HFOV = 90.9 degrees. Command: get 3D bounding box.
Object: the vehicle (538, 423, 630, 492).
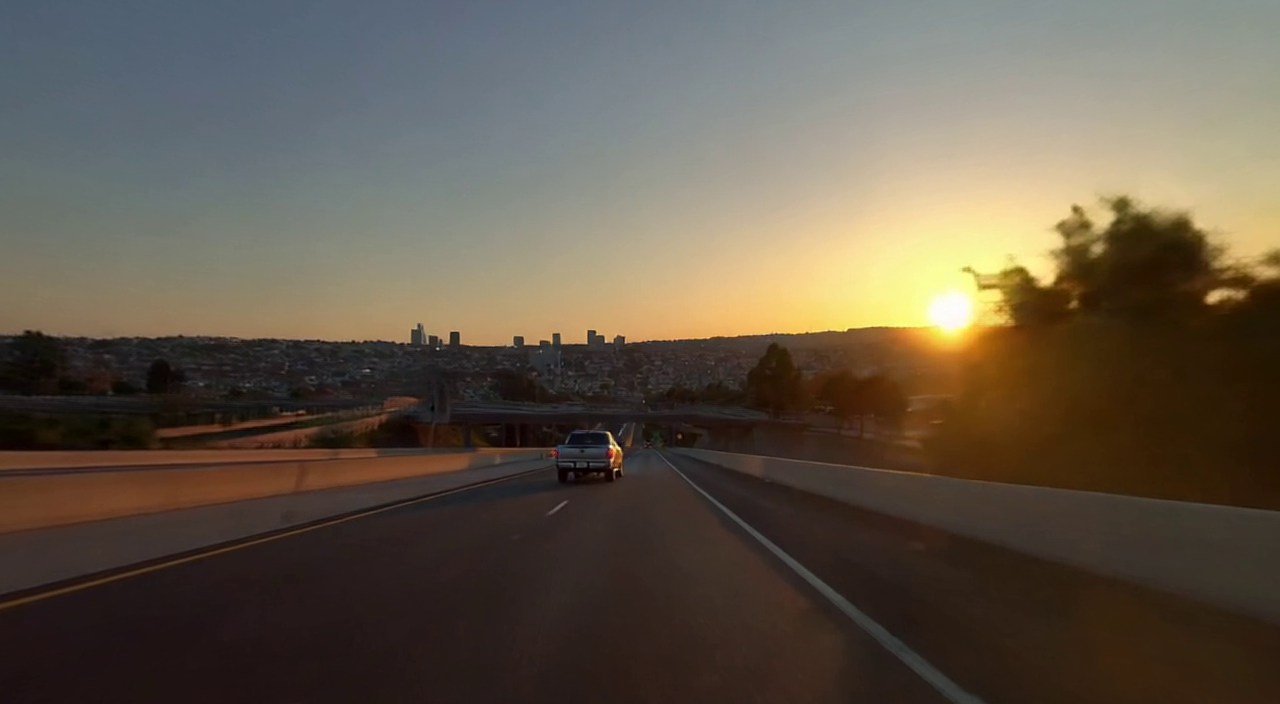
[{"bbox_3d":[-1.642,3.422,20.796,2.350,1.932,5.562,-1,-8,2],"label":"vehicle"}]
